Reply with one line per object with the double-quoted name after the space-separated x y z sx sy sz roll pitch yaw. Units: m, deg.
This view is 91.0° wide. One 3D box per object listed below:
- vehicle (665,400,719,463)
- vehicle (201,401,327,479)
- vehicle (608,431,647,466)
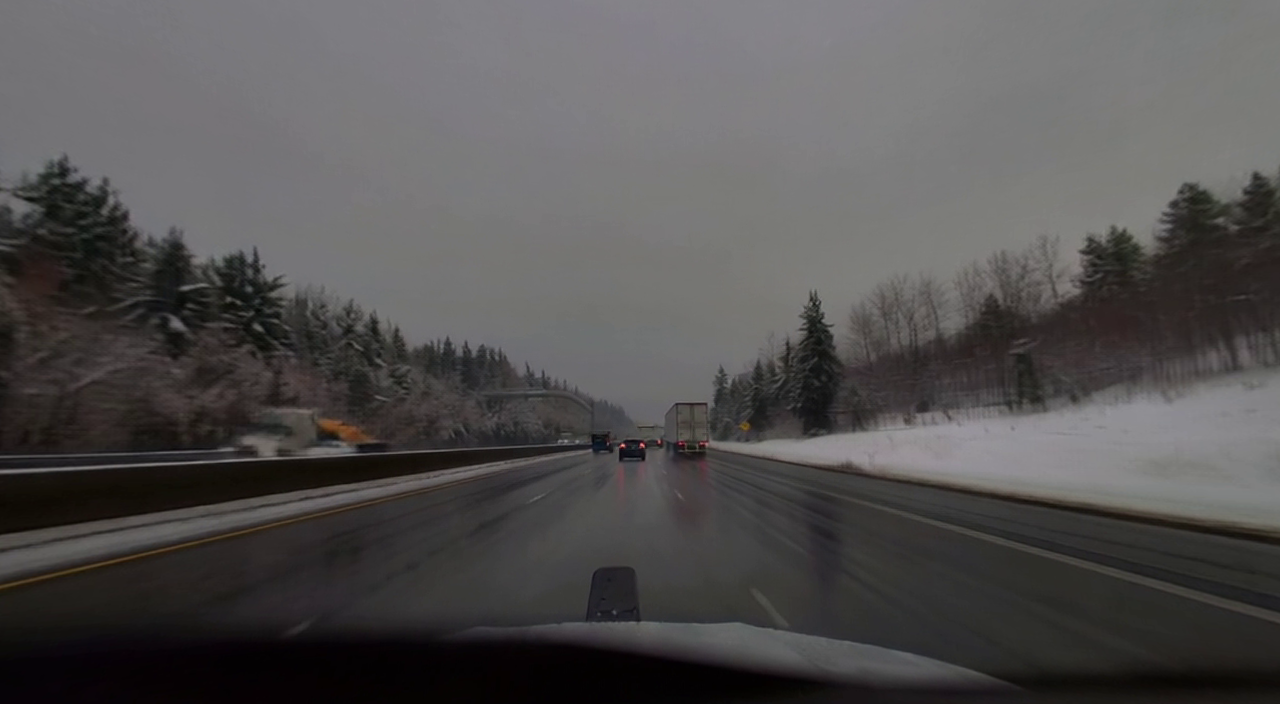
3.691 6.280 48.775 3.005 4.121 14.417 0 -8 0 "vehicle"
-20.329 4.817 34.534 2.980 3.867 5.903 -1 -8 2 "vehicle"
-0.694 5.770 37.612 2.211 1.933 4.315 0 -8 1 "vehicle"
